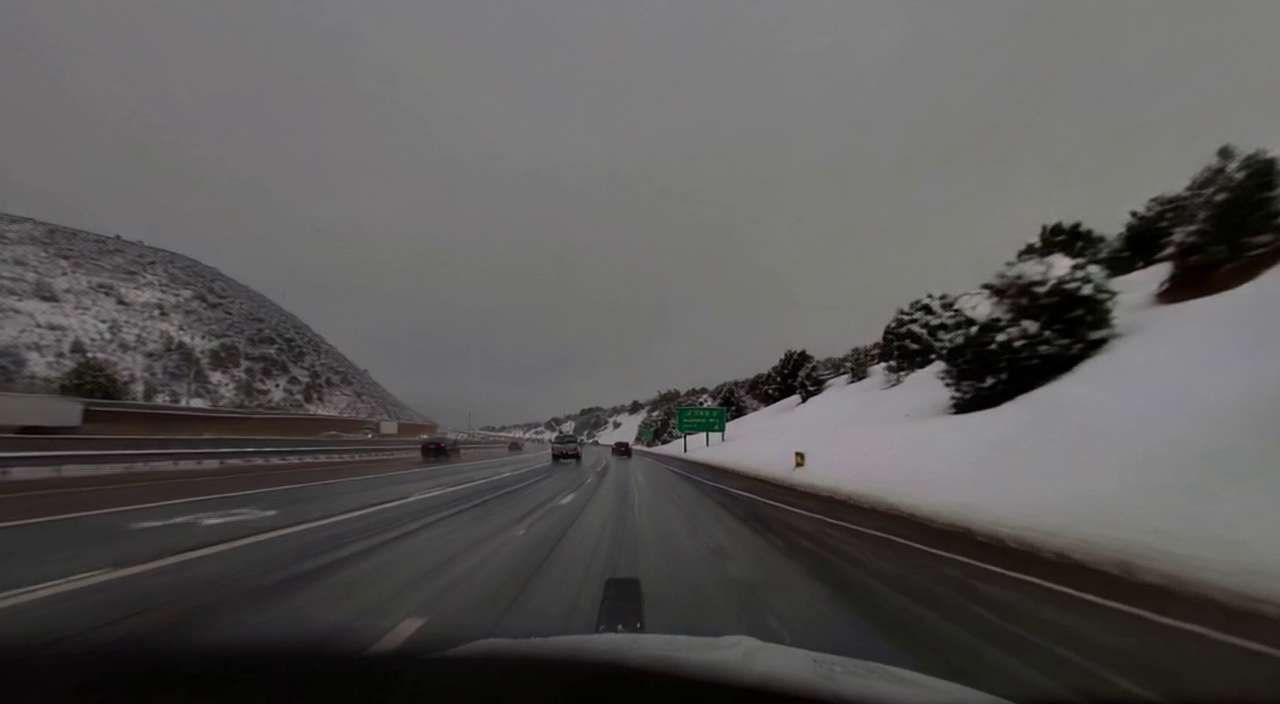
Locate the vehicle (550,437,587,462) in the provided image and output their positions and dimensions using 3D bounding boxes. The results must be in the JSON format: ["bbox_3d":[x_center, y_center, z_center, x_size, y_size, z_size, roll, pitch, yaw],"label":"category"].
[{"bbox_3d":[-4.762,6.589,42.600,2.060,1.631,4.214,0,-9,-1],"label":"vehicle"}]

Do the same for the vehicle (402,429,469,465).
[{"bbox_3d":[-11.781,5.524,36.676,2.219,1.923,4.985,0,-8,0],"label":"vehicle"}]

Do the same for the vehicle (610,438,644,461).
[{"bbox_3d":[-0.991,7.282,47.082,2.421,1.594,4.248,0,-9,-2],"label":"vehicle"}]

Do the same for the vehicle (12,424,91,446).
[{"bbox_3d":[-42.983,6.139,46.139,1.757,1.493,4.188,0,-9,-1],"label":"vehicle"}]
